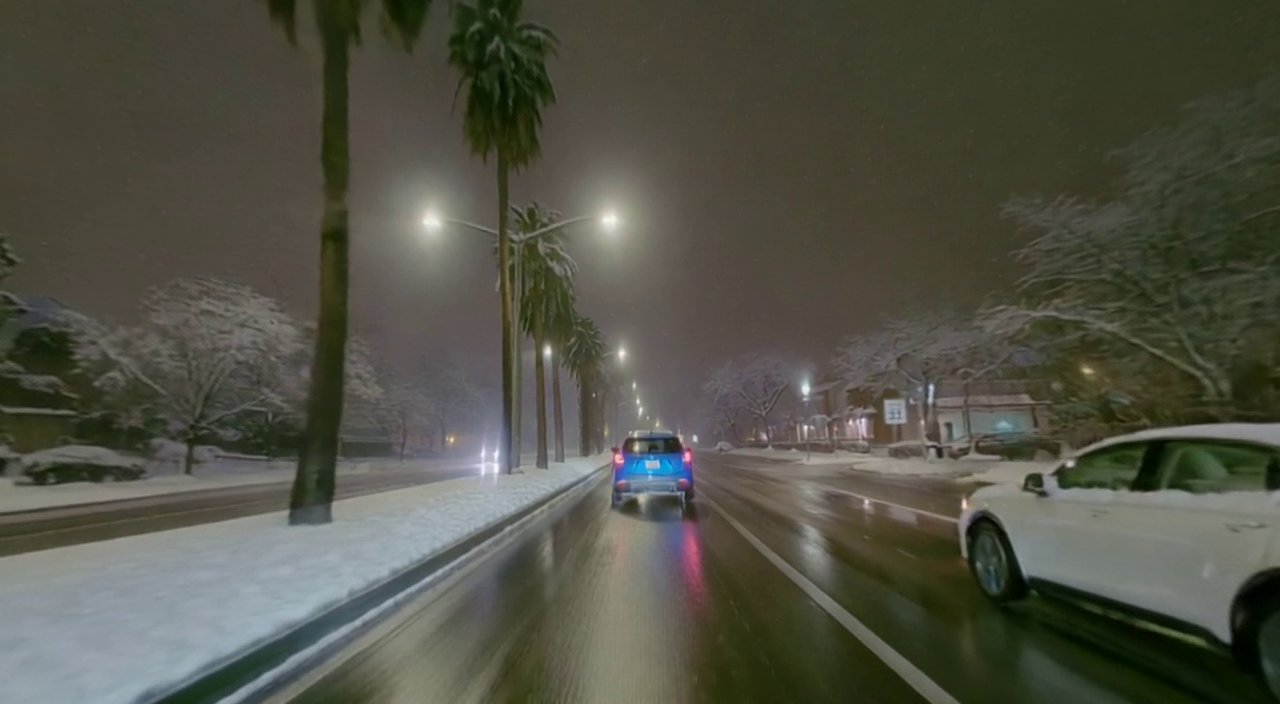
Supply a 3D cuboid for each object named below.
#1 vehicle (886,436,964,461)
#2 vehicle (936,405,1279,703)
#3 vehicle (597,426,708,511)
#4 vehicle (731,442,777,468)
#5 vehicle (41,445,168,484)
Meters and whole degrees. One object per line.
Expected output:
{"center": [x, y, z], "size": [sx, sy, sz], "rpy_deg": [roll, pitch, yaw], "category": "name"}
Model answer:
{"center": [19.414, 6.596, 43.149], "size": [4.392, 1.628, 1.982], "rpy_deg": [0, -8, -2], "category": "vehicle"}
{"center": [3.880, 1.128, 3.847], "size": [1.941, 1.472, 4.570], "rpy_deg": [0, -8, 0], "category": "vehicle"}
{"center": [0.212, 2.669, 14.978], "size": [2.239, 1.693, 4.301], "rpy_deg": [0, -8, -1], "category": "vehicle"}
{"center": [6.993, 6.360, 39.236], "size": [1.930, 1.457, 4.267], "rpy_deg": [0, -8, -2], "category": "vehicle"}
{"center": [-26.170, 5.503, 31.159], "size": [1.975, 1.722, 4.761], "rpy_deg": [0, -9, 2], "category": "vehicle"}
